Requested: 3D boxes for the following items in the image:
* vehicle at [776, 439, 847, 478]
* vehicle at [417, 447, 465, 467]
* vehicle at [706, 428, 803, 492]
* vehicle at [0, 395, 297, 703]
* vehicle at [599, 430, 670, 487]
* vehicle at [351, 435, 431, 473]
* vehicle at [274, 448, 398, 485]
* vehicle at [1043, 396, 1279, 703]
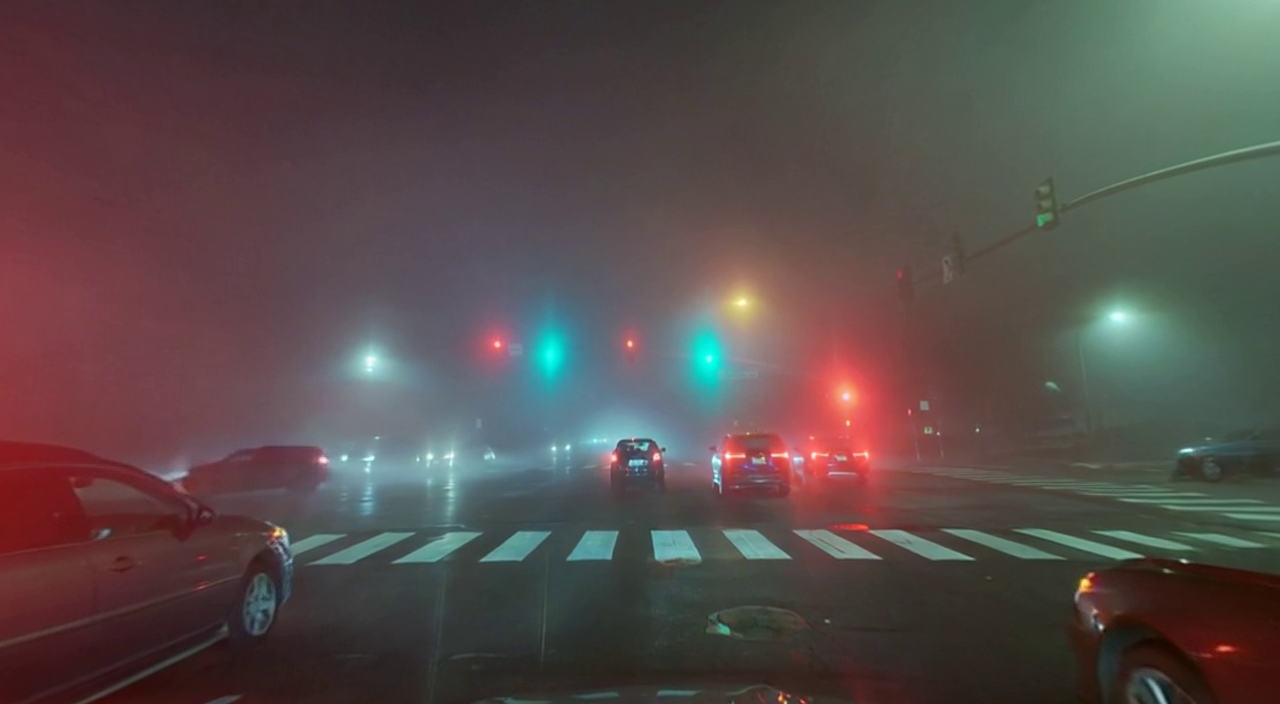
[{"bbox_3d":[6.913,4.332,25.852,1.847,1.432,4.039,0,-8,1],"label":"vehicle"},{"bbox_3d":[-14.083,7.437,44.929,1.926,1.325,4.162,-1,-8,2],"label":"vehicle"},{"bbox_3d":[3.353,3.278,19.422,2.097,1.707,4.461,0,-8,0],"label":"vehicle"},{"bbox_3d":[-3.582,0.926,2.517,1.941,1.492,4.399,0,-8,0],"label":"vehicle"},{"bbox_3d":[-0.155,3.644,21.793,2.215,1.749,3.976,0,-8,0],"label":"vehicle"},{"bbox_3d":[-13.993,5.770,35.830,2.196,1.961,5.359,0,-8,2],"label":"vehicle"},{"bbox_3d":[-12.112,4.562,25.358,4.094,1.328,1.700,0,-8,-7],"label":"vehicle"},{"bbox_3d":[3.068,0.732,1.062,1.960,1.460,4.233,0,-8,0],"label":"vehicle"}]
